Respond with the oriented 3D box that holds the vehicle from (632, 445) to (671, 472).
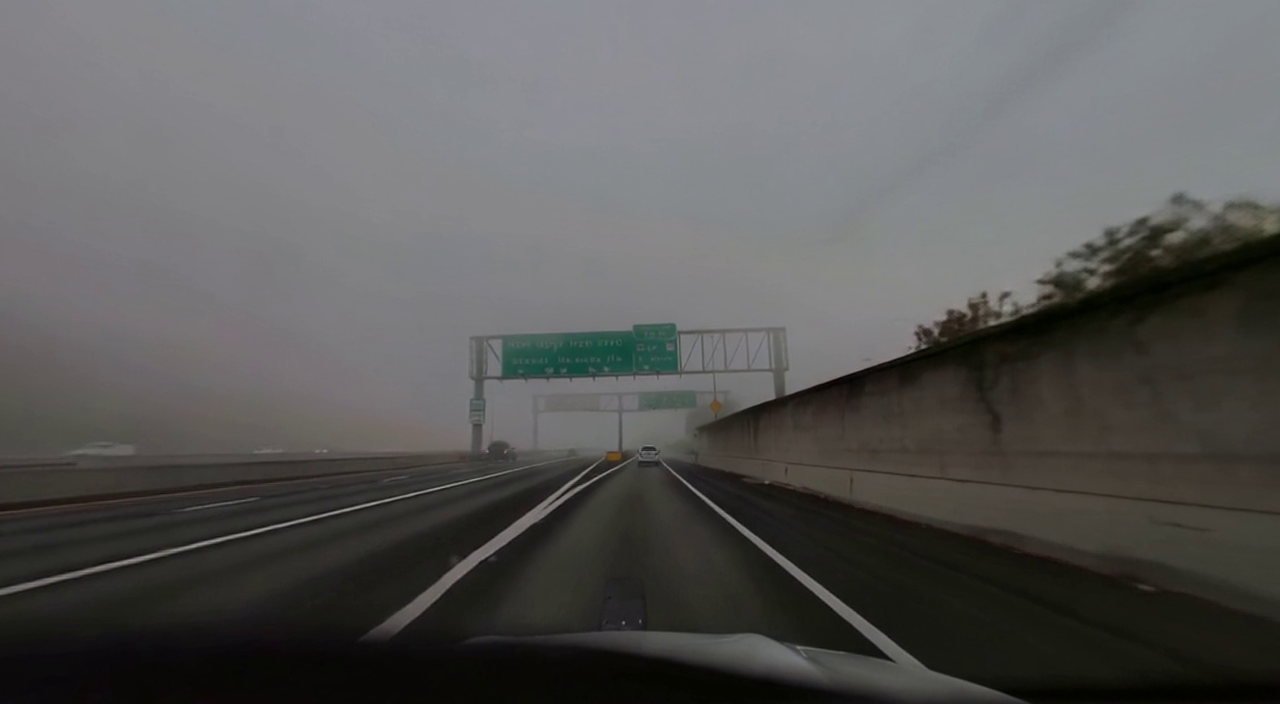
[{"bbox_3d":[0.611,6.103,36.442,2.137,1.461,3.999,0,-8,0],"label":"vehicle"}]
